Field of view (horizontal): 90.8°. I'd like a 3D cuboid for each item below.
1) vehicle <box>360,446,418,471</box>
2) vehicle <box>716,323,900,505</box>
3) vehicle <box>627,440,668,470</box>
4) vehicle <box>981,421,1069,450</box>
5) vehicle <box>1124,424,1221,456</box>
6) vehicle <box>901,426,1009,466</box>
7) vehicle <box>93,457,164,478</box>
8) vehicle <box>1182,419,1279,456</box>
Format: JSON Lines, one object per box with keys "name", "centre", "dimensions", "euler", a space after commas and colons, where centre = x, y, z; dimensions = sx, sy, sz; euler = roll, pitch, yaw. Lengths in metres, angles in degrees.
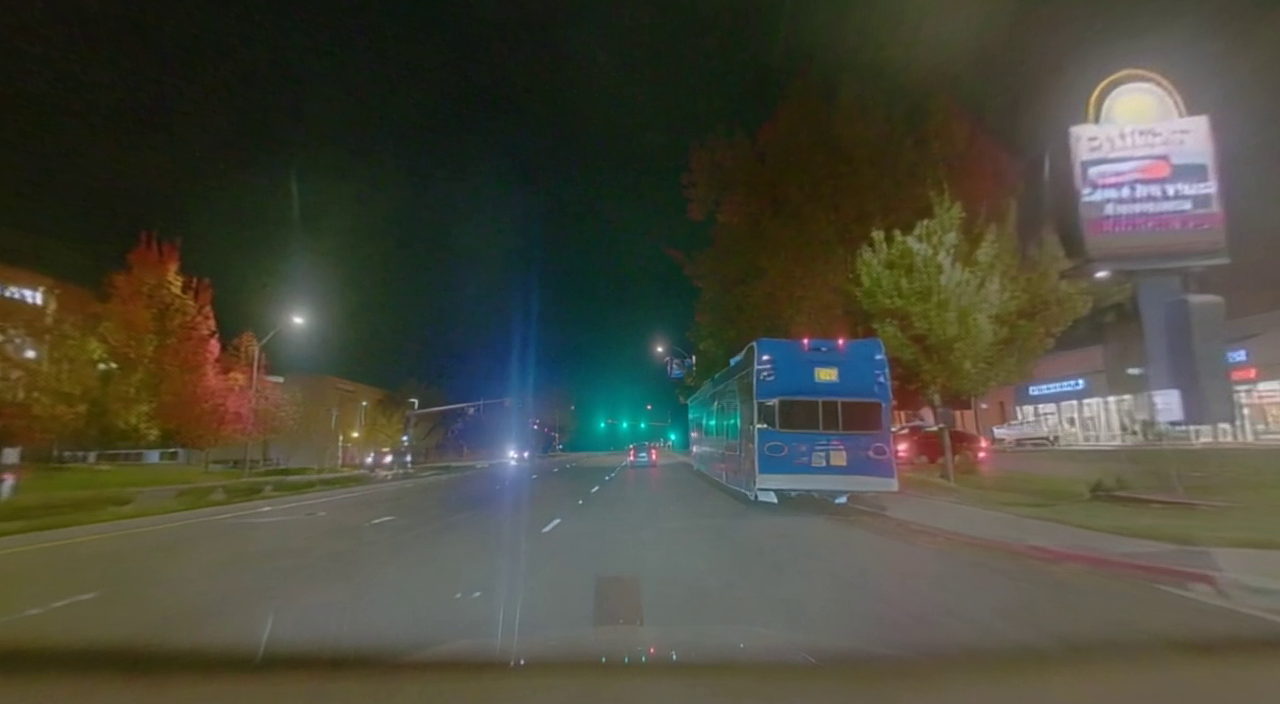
{"name": "vehicle", "centre": [-17.204, 7.284, 43.520], "dimensions": [2.067, 1.578, 4.457], "euler": [0, -9, 1]}
{"name": "vehicle", "centre": [4.102, 1.938, 17.873], "dimensions": [2.896, 3.921, 8.415], "euler": [0, -9, 0]}
{"name": "vehicle", "centre": [0.364, 5.651, 34.740], "dimensions": [2.103, 1.506, 4.742], "euler": [0, -9, 0]}
{"name": "vehicle", "centre": [26.845, 5.870, 43.990], "dimensions": [5.775, 1.921, 2.339], "euler": [4, -10, -26]}
{"name": "vehicle", "centre": [25.969, 4.318, 30.793], "dimensions": [4.328, 1.475, 1.918], "euler": [4, -10, -27]}
{"name": "vehicle", "centre": [14.007, 4.225, 28.209], "dimensions": [4.037, 1.538, 1.912], "euler": [-7, -11, 26]}
{"name": "vehicle", "centre": [-39.302, 8.862, 48.670], "dimensions": [1.756, 1.470, 4.454], "euler": [0, -9, -1]}
{"name": "vehicle", "centre": [26.214, 3.783, 27.720], "dimensions": [4.196, 1.520, 1.953], "euler": [4, -10, -24]}
